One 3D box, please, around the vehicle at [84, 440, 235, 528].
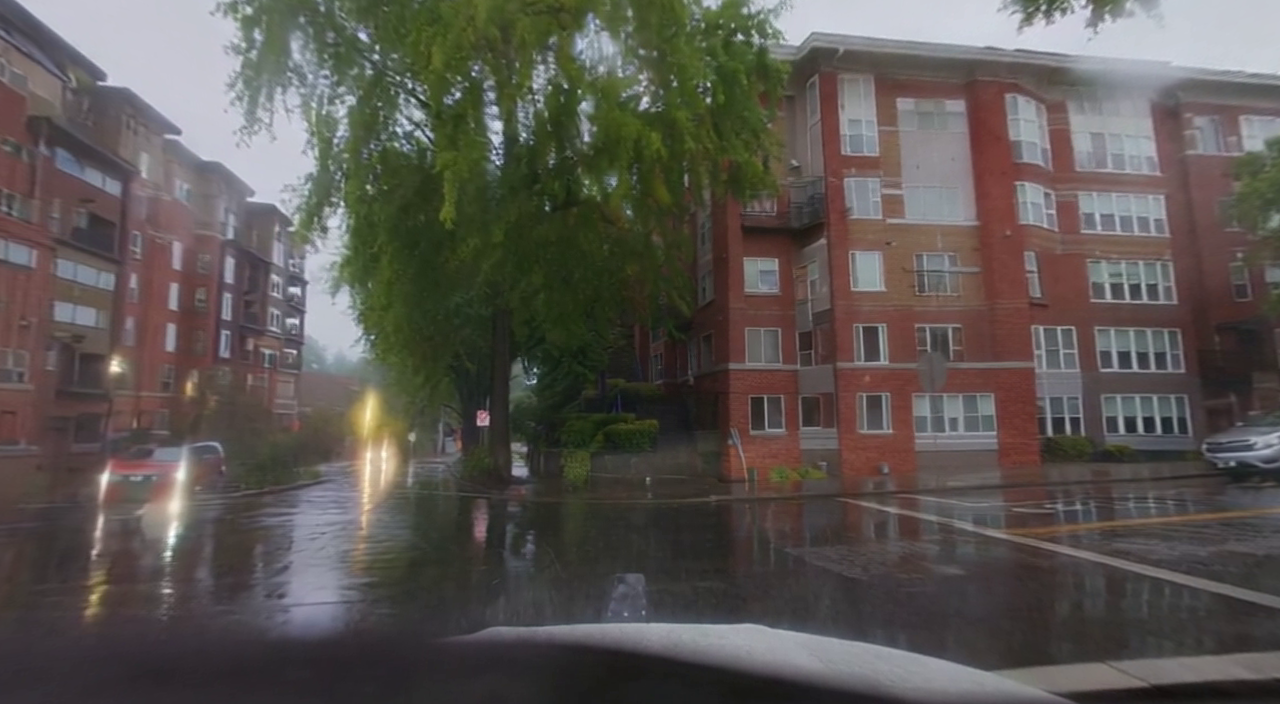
[{"bbox_3d":[-10.558,2.714,13.707,2.027,1.475,4.522,4,-9,-44],"label":"vehicle"}]
